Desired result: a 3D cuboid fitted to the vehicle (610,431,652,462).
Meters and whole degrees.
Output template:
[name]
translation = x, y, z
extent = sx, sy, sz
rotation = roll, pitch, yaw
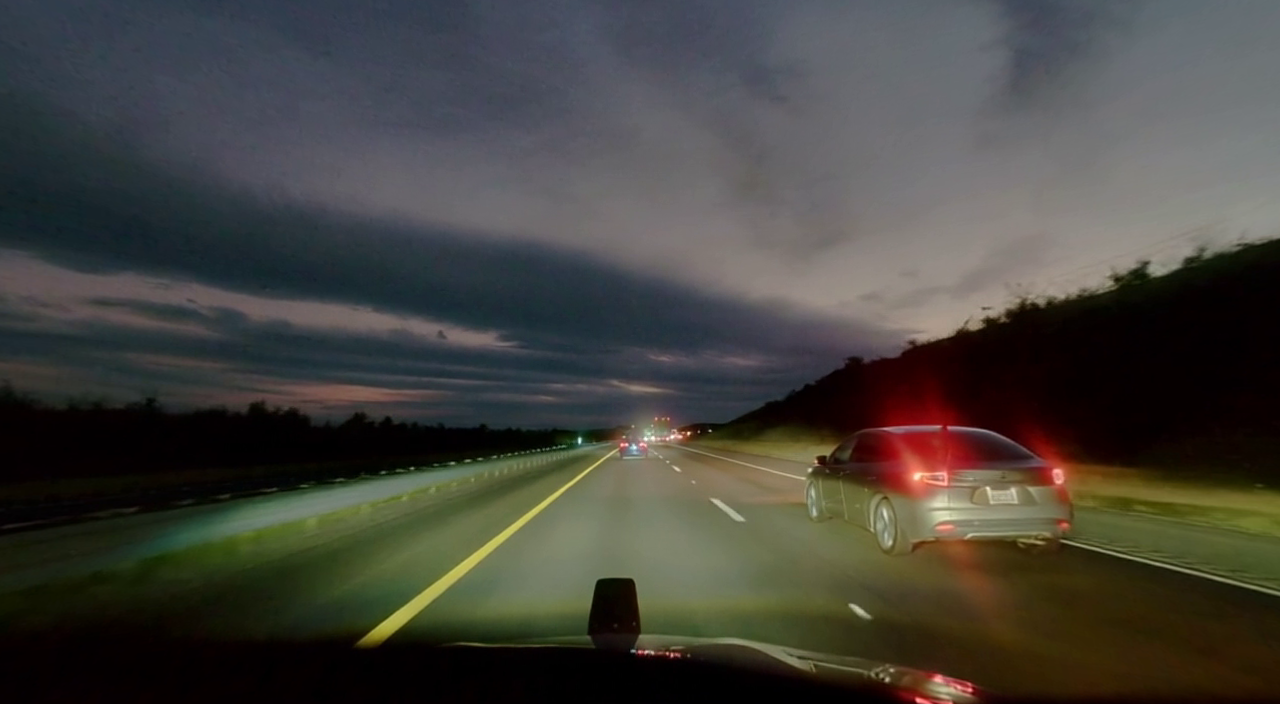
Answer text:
[vehicle]
translation = -0.506, 5.274, 35.214
extent = 2.216, 1.623, 4.220
rotation = 0, -8, -1
